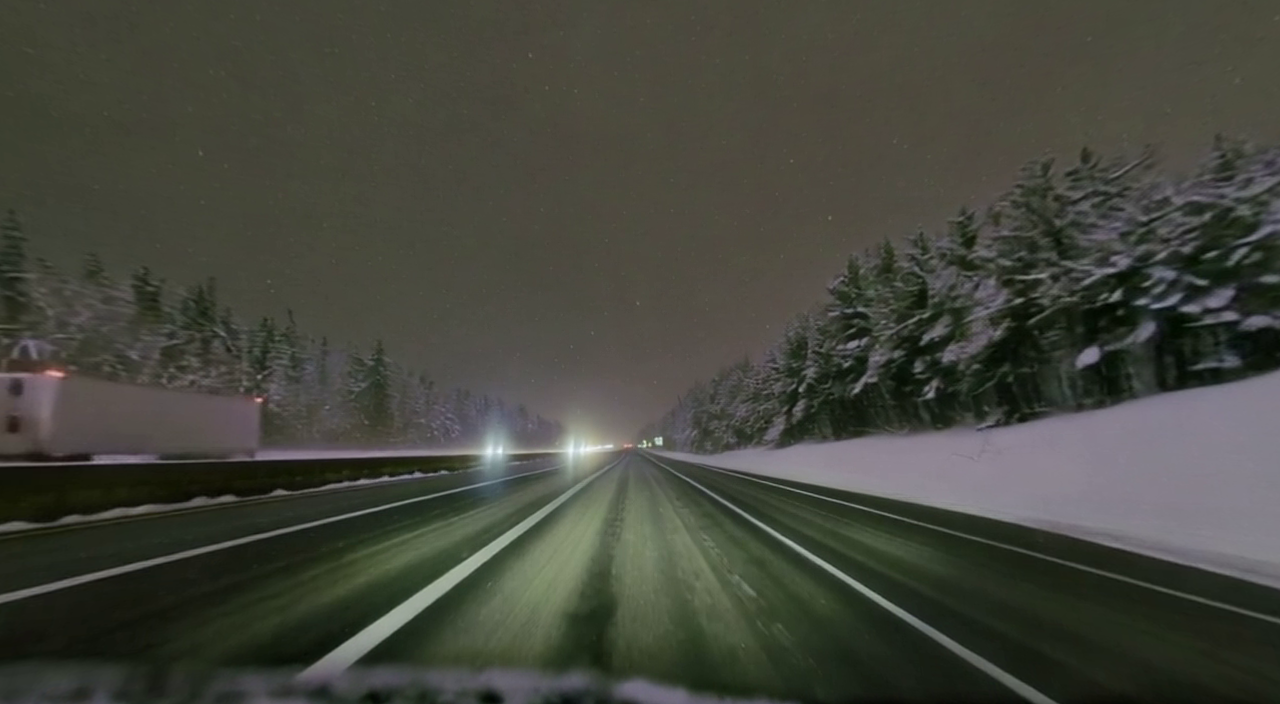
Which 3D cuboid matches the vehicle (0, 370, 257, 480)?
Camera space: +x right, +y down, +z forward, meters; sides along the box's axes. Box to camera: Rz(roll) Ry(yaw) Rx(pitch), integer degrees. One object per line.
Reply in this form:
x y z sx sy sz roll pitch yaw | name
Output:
-24.530 3.792 30.475 3.072 4.067 14.457 0 -9 0 | vehicle

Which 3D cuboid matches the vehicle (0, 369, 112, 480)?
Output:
-24.465 2.794 23.783 3.209 3.947 6.545 0 -9 0 | vehicle
